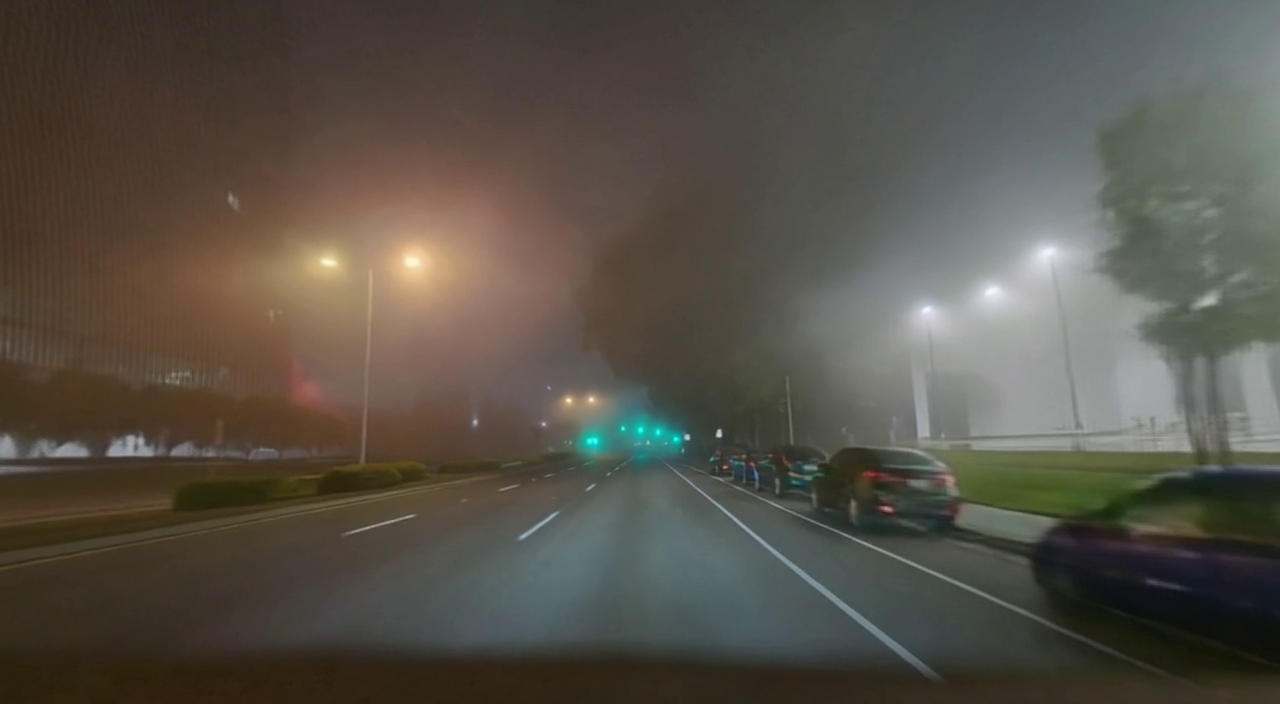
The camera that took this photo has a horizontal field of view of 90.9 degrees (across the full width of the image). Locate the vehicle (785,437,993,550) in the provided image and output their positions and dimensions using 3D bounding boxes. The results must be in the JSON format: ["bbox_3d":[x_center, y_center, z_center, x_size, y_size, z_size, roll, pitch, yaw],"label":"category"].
[{"bbox_3d":[4.065,2.345,11.297,1.974,1.534,4.610,1,-8,2],"label":"vehicle"}]

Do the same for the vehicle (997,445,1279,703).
[{"bbox_3d":[4.255,1.268,3.690,1.872,1.420,4.201,0,-8,0],"label":"vehicle"}]
